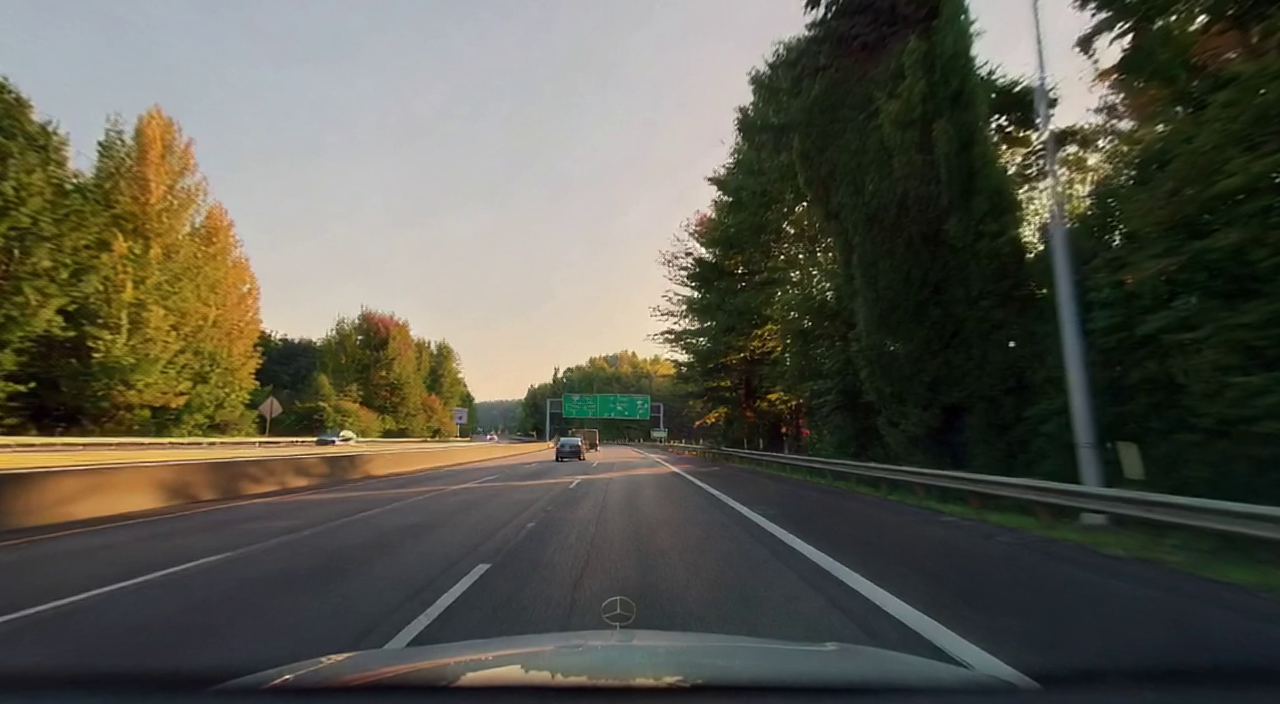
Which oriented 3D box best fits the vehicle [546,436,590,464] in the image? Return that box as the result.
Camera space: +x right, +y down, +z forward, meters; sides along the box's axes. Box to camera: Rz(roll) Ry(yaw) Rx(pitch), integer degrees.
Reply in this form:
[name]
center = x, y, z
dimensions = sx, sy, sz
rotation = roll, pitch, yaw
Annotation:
[vehicle]
center = -4.400, 6.096, 39.175
dimensions = 2.217, 1.604, 4.614
rotation = 0, -8, -1
